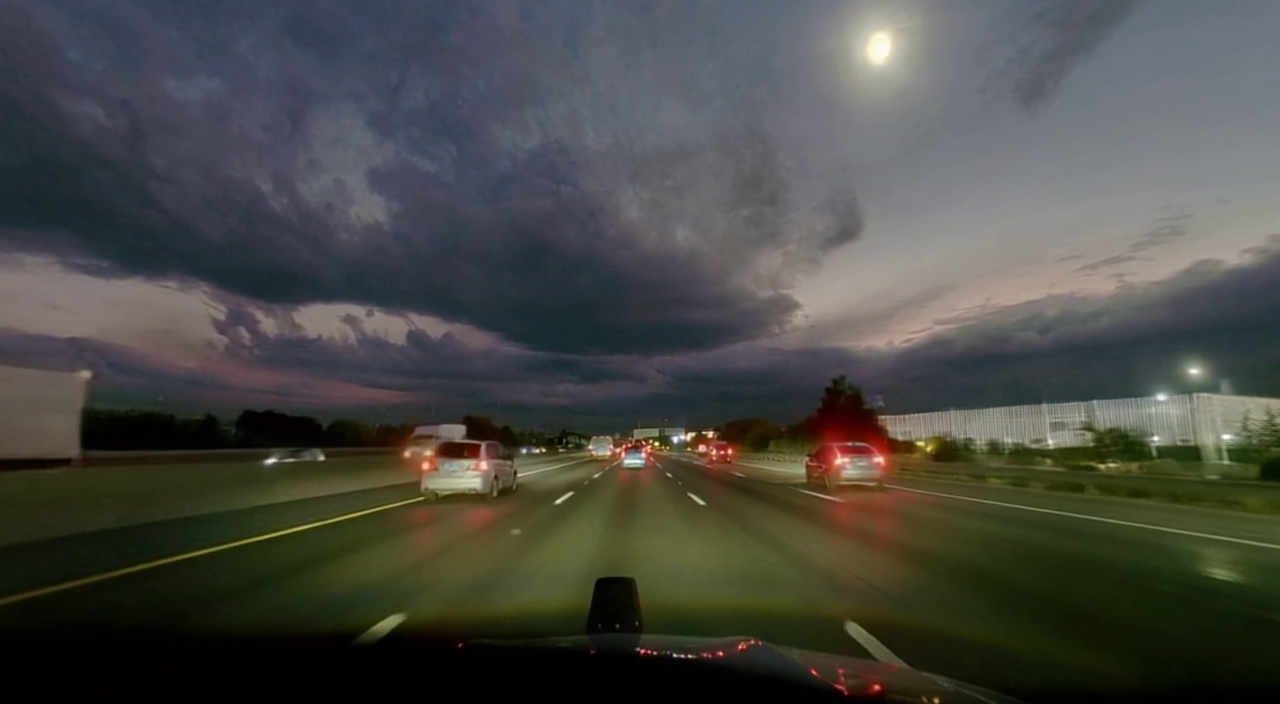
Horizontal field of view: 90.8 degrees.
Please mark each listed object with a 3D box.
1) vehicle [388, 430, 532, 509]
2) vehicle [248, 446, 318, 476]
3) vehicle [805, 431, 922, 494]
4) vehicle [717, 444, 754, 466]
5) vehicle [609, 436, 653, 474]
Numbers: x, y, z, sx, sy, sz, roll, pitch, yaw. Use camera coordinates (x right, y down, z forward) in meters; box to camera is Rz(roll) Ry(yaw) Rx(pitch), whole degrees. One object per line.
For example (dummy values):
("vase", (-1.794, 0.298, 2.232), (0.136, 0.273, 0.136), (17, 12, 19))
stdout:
("vehicle", (-4.189, 2.820, 15.636), (2.126, 1.631, 4.643), (0, -9, 1))
("vehicle", (-17.283, 5.280, 30.722), (1.473, 1.358, 3.231), (0, -9, 1))
("vehicle", (6.564, 3.298, 19.107), (1.944, 1.666, 4.184), (0, -9, 0))
("vehicle", (6.699, 7.267, 44.674), (1.879, 1.428, 4.402), (0, -9, -1))
("vehicle", (-0.408, 5.137, 31.749), (2.002, 1.759, 4.658), (0, -9, 0))
